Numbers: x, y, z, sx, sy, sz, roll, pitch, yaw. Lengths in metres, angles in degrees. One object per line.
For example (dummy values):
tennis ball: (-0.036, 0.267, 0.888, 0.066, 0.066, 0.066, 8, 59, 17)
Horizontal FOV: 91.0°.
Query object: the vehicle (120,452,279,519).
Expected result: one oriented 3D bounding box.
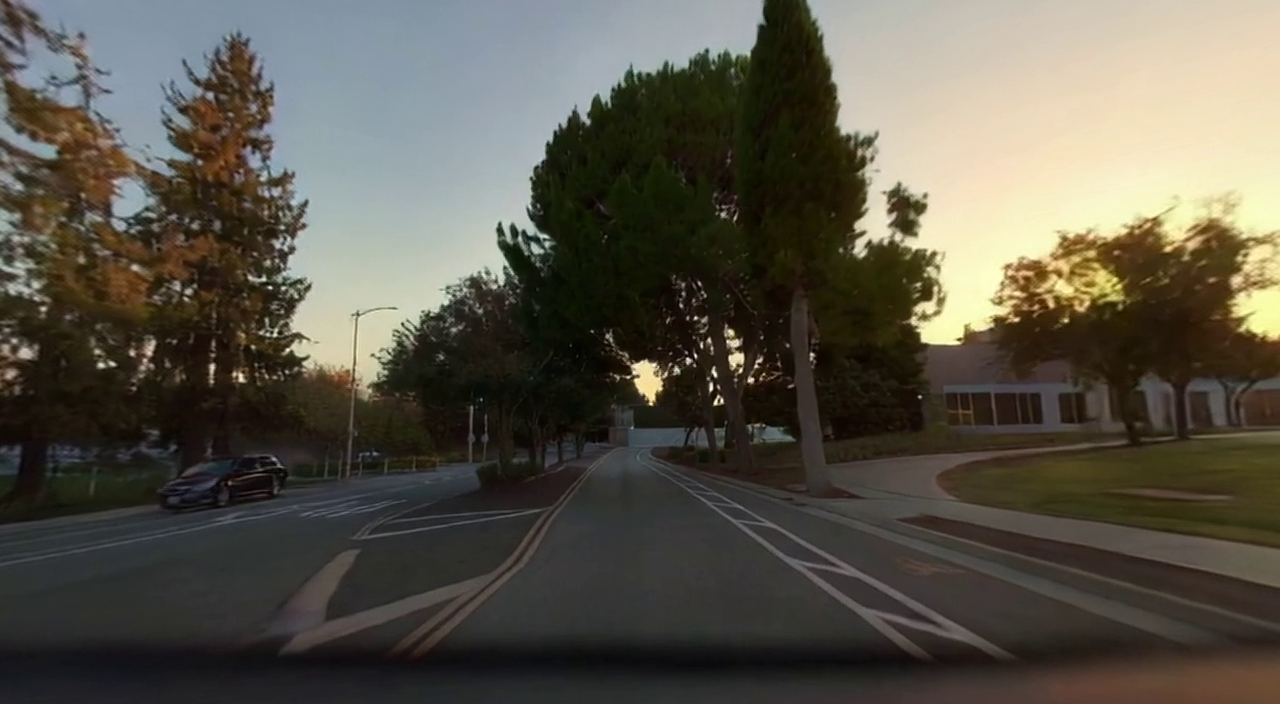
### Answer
vehicle: (-13.076, 3.944, 19.093, 1.952, 1.632, 4.200, -5, -9, -2)
